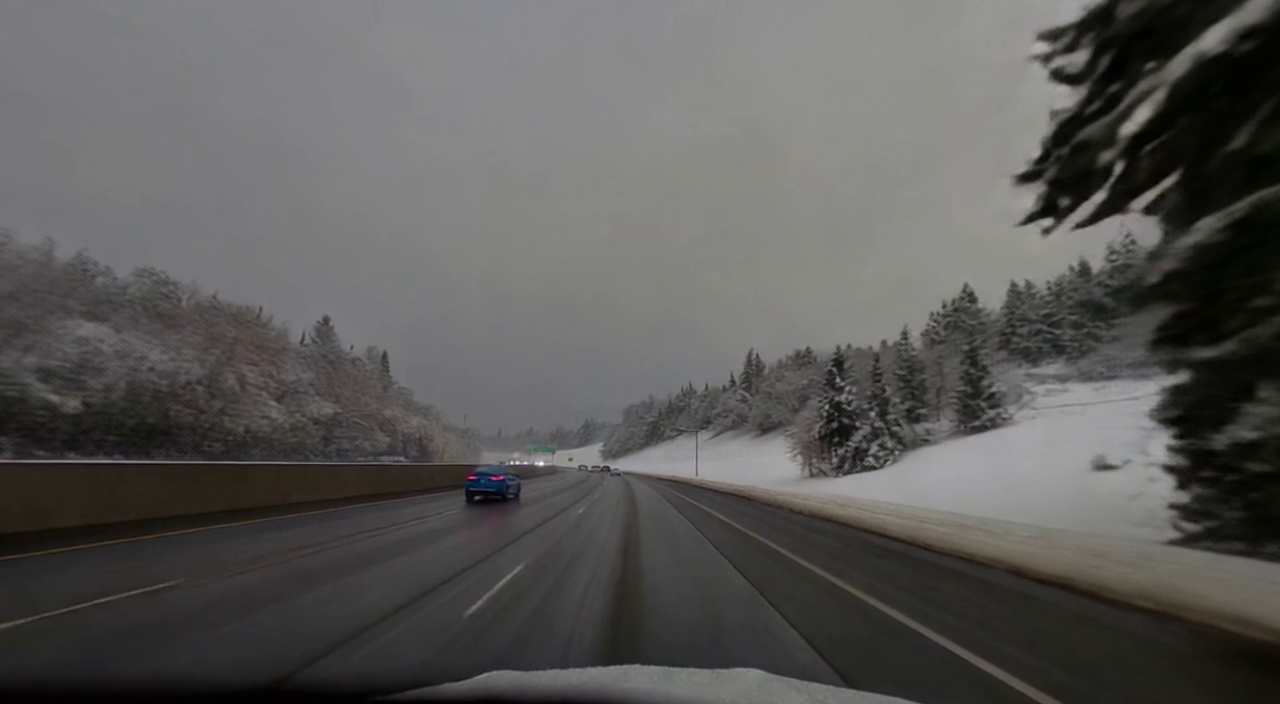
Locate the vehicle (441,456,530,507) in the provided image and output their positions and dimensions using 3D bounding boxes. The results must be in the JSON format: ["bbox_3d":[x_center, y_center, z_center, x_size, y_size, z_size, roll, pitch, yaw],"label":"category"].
[{"bbox_3d":[-5.728,4.889,24.011,2.194,1.704,4.421,0,-10,1],"label":"vehicle"}]
